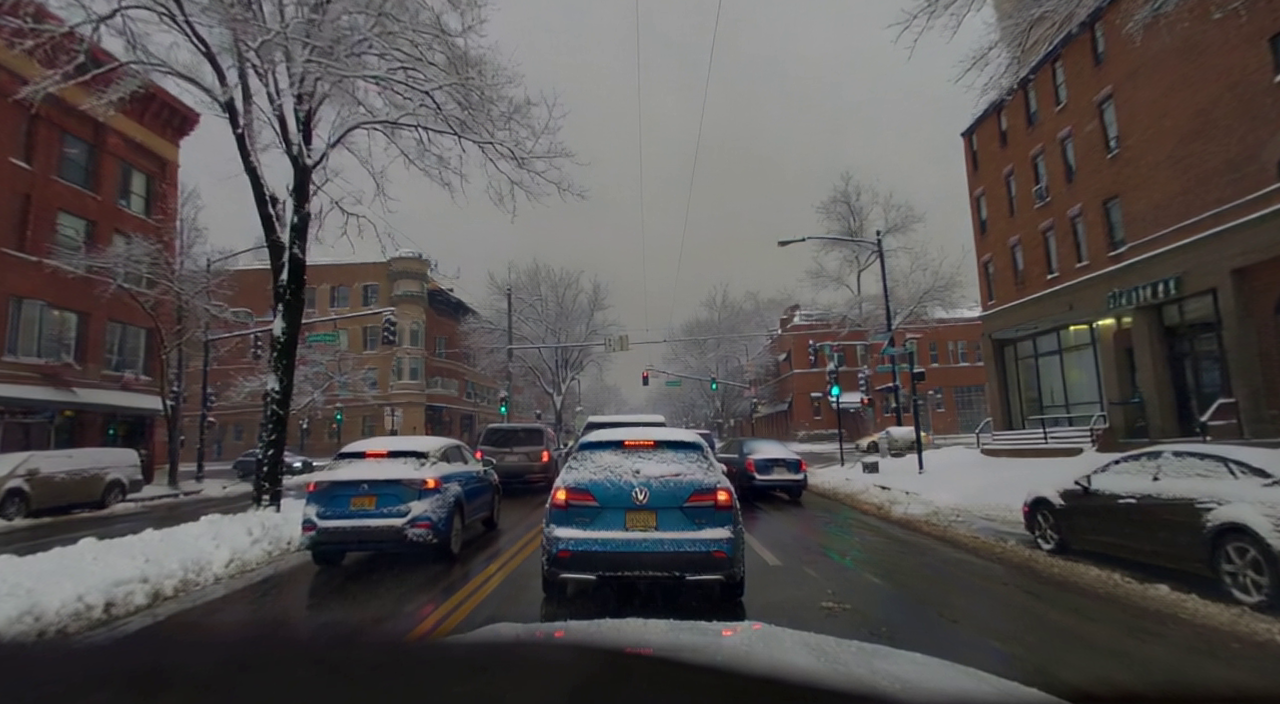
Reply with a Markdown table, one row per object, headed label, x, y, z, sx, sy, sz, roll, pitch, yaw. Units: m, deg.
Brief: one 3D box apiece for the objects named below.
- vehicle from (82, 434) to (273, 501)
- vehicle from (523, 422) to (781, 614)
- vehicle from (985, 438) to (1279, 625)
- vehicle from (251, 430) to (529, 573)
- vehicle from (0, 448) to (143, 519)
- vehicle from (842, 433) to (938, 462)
| label | x | y | z | sx | sy | sz | roll | pitch | yaw |
| --- | --- | --- | --- | --- | --- | --- | --- | --- | --- |
| vehicle | -16.155 | 4.057 | 22.652 | 2.195 | 2.053 | 5.980 | 0 | -9 | 1 |
| vehicle | 0.090 | 1.580 | 6.806 | 2.022 | 1.481 | 3.564 | 0 | -9 | 0 |
| vehicle | 5.976 | 1.699 | 6.856 | 1.873 | 1.453 | 4.579 | 0 | -9 | 0 |
| vehicle | -2.999 | 1.892 | 8.745 | 2.131 | 1.486 | 4.089 | 0 | -9 | 1 |
| vehicle | -16.231 | 3.444 | 16.996 | 1.914 | 1.690 | 4.461 | 0 | -9 | 1 |
| vehicle | 16.383 | 6.270 | 41.492 | 5.345 | 1.811 | 2.175 | 0 | -9 | -1 |
